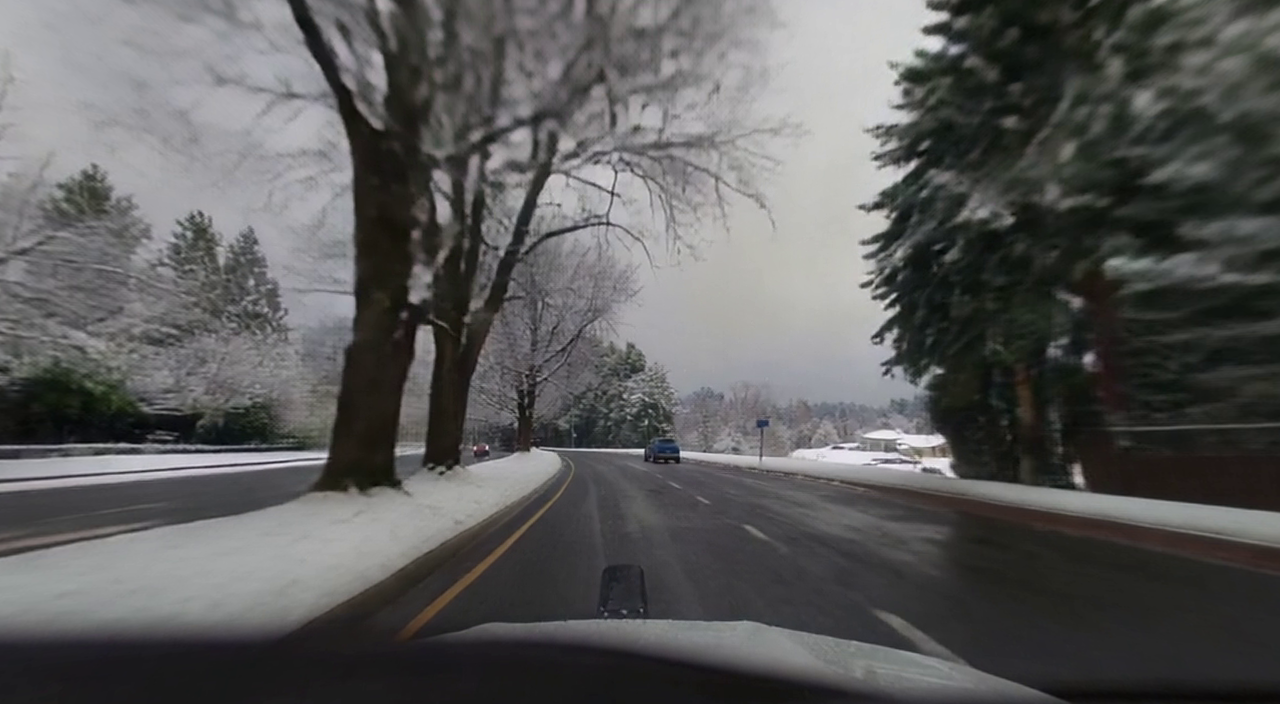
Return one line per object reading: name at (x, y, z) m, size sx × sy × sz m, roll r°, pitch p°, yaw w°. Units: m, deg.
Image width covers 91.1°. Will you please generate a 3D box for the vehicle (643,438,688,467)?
vehicle at (1.614, 6.726, 42.013) m, size 2.166 × 1.828 × 4.607 m, roll 1°, pitch -9°, yaw -8°
